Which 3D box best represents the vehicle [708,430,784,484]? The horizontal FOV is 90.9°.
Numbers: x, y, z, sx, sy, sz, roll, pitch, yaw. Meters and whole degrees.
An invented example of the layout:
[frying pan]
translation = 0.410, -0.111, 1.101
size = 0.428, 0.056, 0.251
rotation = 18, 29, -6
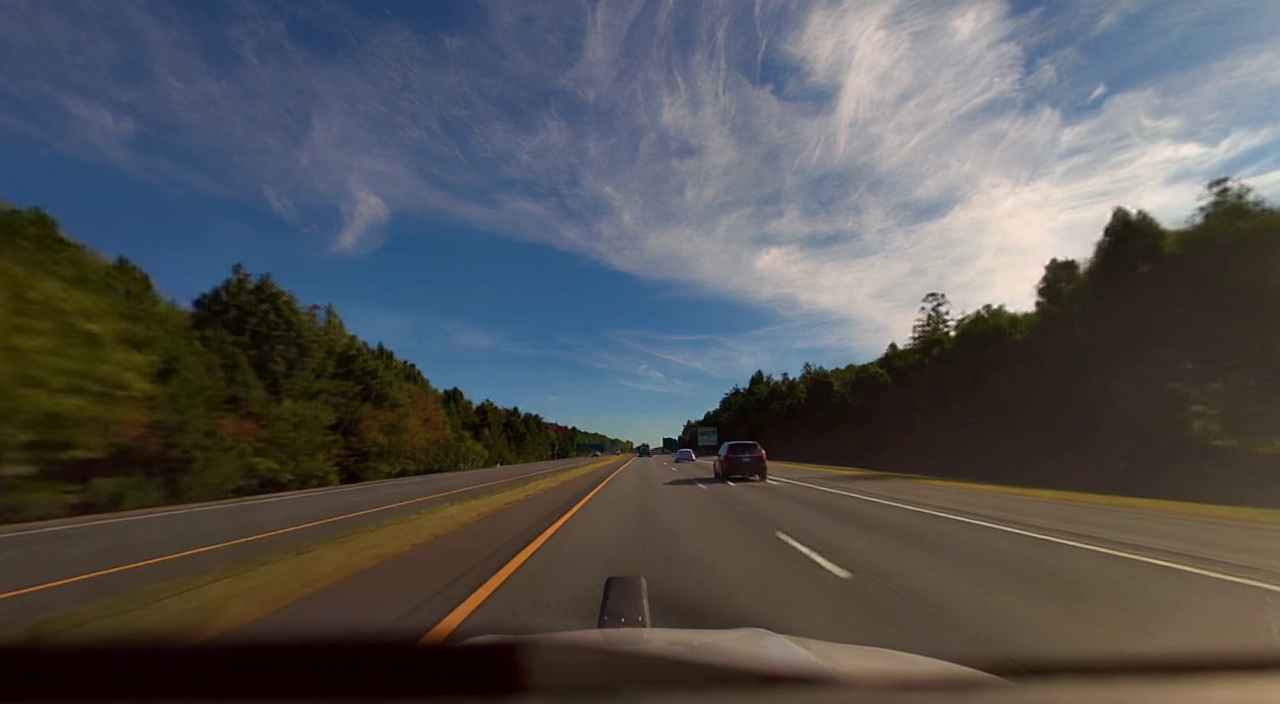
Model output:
[vehicle]
translation = 4.271, 4.349, 26.242
size = 2.189, 2.007, 4.872
rotation = 0, -9, -2
